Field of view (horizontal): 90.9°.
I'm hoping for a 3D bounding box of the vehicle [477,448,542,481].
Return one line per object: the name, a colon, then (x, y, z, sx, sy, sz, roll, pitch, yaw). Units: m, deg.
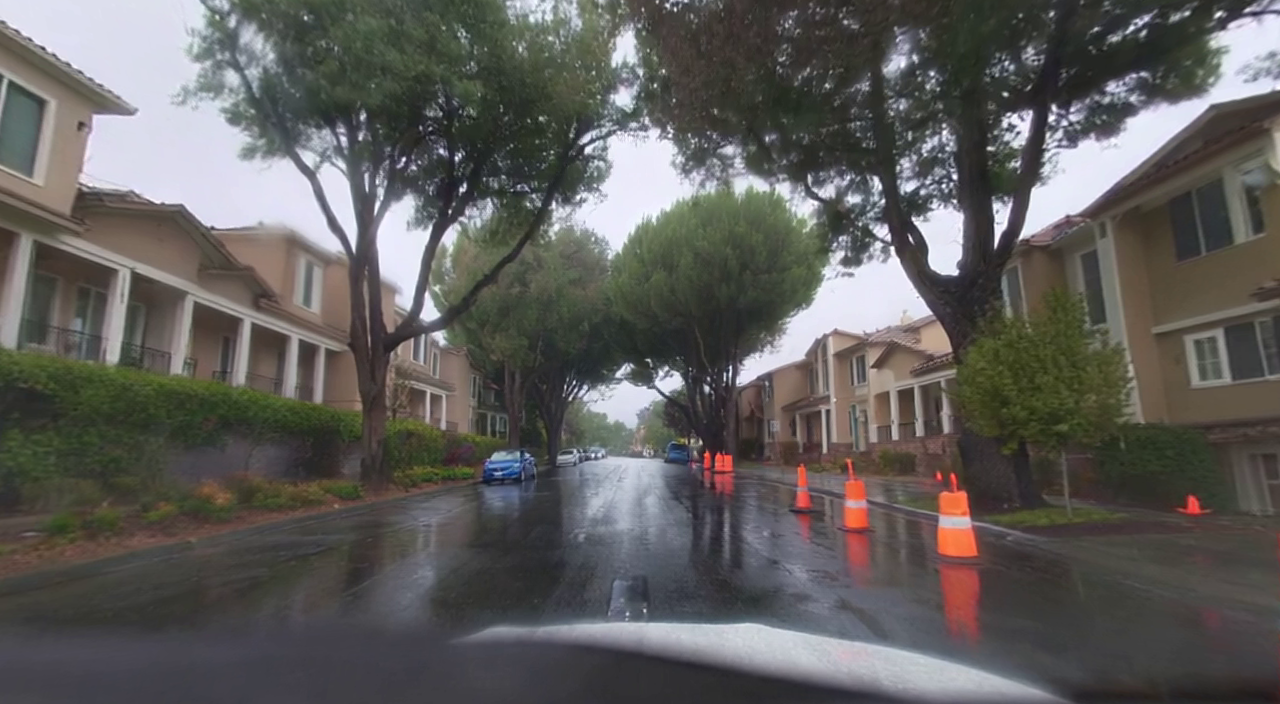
vehicle: (-6.387, 5.526, 31.348, 2.137, 1.481, 4.503, 0, -9, 2)
